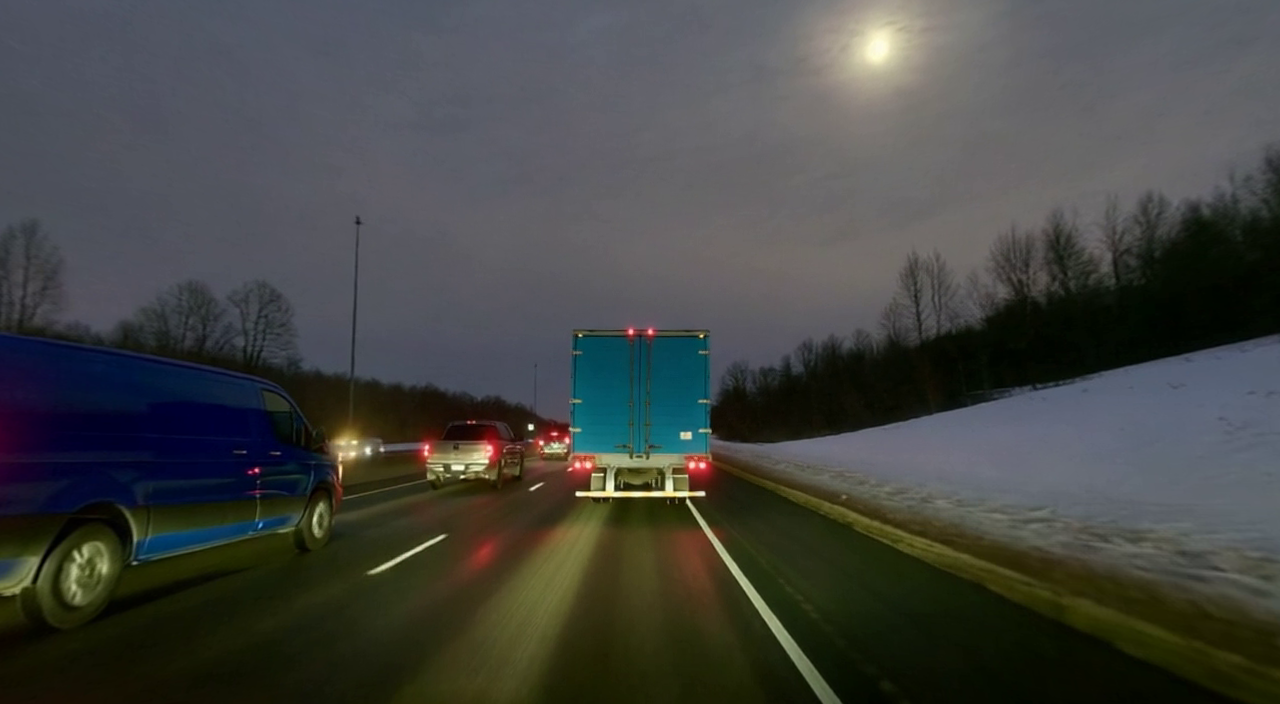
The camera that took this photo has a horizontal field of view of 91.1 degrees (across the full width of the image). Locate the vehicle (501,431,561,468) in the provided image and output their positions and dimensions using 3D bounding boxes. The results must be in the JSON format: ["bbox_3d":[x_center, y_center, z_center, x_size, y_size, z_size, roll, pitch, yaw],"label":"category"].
[{"bbox_3d":[-4.869,4.426,28.705,1.931,1.539,4.441,0,-8,0],"label":"vehicle"}]

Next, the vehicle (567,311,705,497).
[{"bbox_3d":[-0.120,1.775,18.706,2.953,4.041,10.072,0,-8,-1],"label":"vehicle"}]

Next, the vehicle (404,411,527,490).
[{"bbox_3d":[-4.904,2.837,18.525,2.168,1.985,4.952,0,-8,0],"label":"vehicle"}]

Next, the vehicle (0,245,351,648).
[{"bbox_3d":[-5.272,0.864,5.941,2.478,2.515,5.438,0,-8,0],"label":"vehicle"}]
